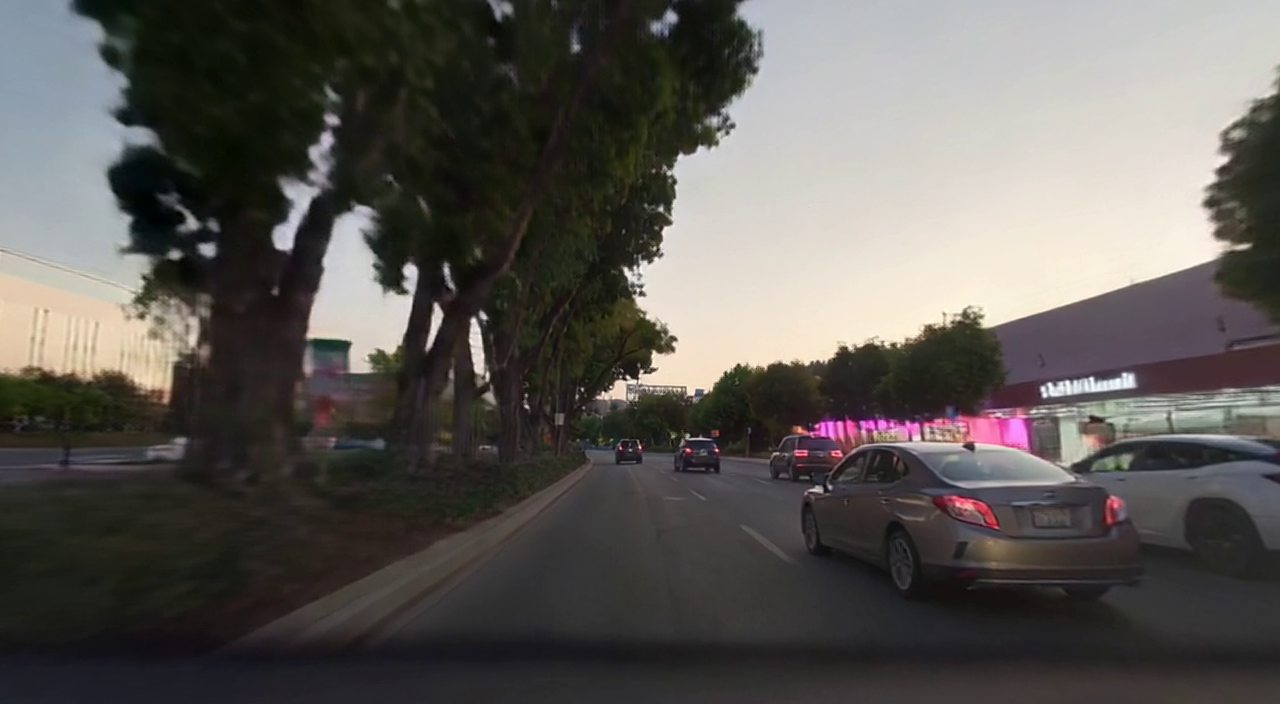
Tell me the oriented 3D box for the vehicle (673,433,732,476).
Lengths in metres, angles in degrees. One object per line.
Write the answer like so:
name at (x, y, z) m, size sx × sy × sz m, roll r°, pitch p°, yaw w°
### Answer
vehicle at (2.719, 4.594, 28.359) m, size 2.000 × 1.745 × 4.206 m, roll 1°, pitch -9°, yaw -3°

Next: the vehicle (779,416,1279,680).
vehicle at (2.754, 1.413, 5.708) m, size 1.883 × 1.452 × 4.258 m, roll 0°, pitch -9°, yaw -2°

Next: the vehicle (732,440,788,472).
vehicle at (6.380, 5.590, 34.016) m, size 1.954 × 1.606 × 4.423 m, roll 1°, pitch -8°, yaw -3°

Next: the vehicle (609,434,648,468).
vehicle at (-0.750, 5.738, 36.542) m, size 2.051 × 1.798 × 4.168 m, roll 1°, pitch -9°, yaw -4°

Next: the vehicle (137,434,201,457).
vehicle at (-30.980, 6.155, 41.542) m, size 1.744 × 1.433 × 3.823 m, roll 1°, pitch -9°, yaw -10°
